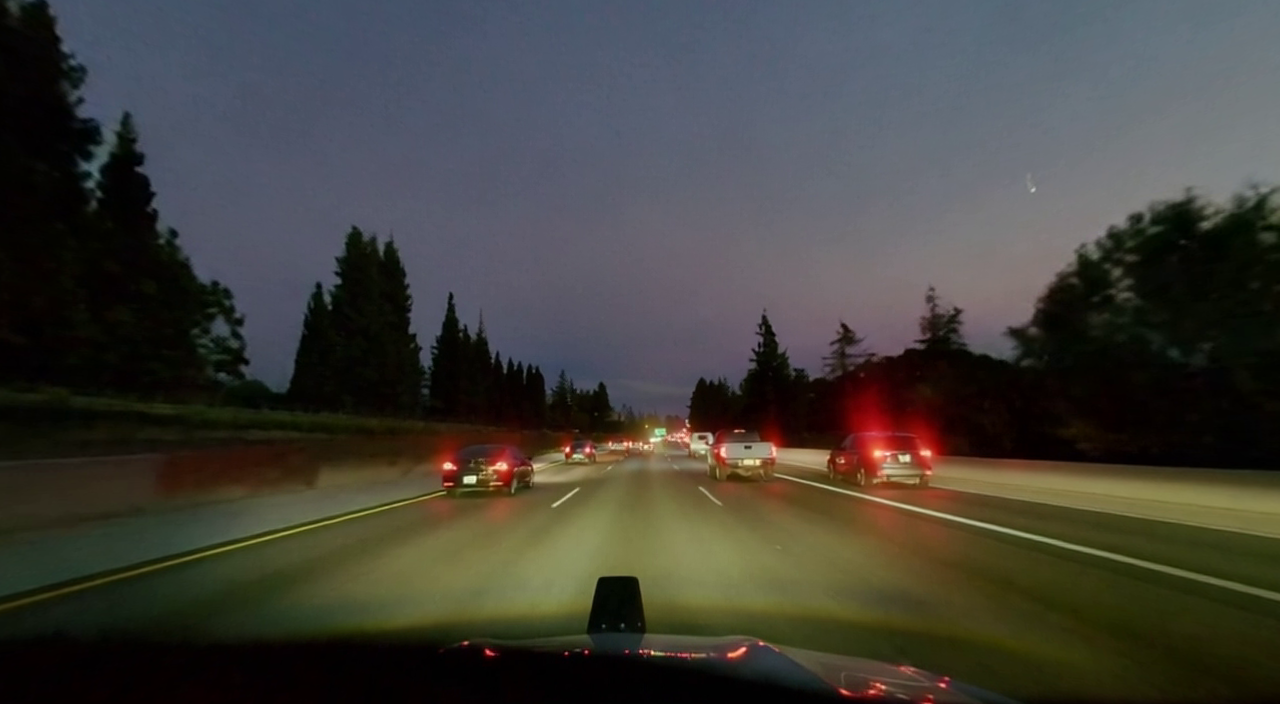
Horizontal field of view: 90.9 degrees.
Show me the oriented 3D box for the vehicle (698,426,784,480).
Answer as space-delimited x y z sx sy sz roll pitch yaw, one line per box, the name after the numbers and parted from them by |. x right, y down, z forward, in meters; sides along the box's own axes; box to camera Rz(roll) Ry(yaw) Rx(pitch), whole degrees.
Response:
3.947 4.124 25.911 2.517 1.935 5.552 0 -9 -1 | vehicle

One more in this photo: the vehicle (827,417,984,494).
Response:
7.727 3.114 19.238 2.291 1.968 5.662 0 -9 0 | vehicle

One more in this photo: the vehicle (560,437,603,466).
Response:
-3.400 5.880 37.425 2.020 1.628 4.248 0 -9 1 | vehicle

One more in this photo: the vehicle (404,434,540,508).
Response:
-3.721 2.715 14.803 1.978 1.473 4.073 0 -9 1 | vehicle
